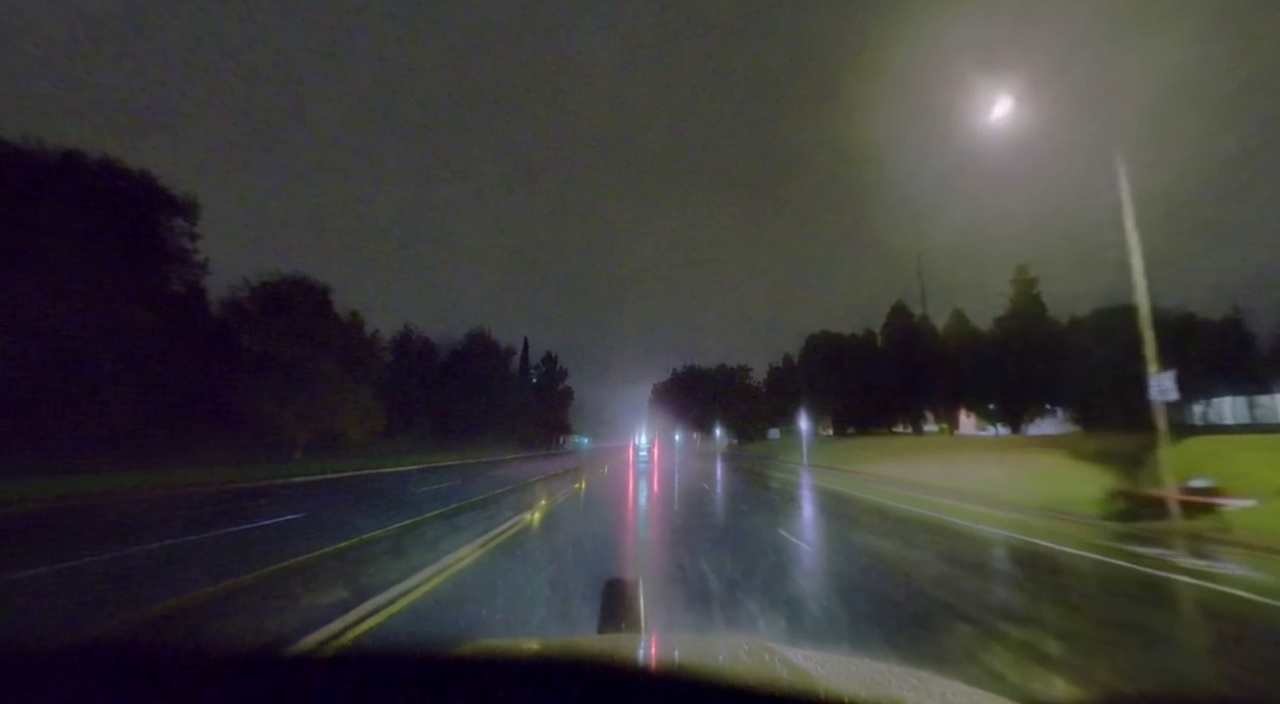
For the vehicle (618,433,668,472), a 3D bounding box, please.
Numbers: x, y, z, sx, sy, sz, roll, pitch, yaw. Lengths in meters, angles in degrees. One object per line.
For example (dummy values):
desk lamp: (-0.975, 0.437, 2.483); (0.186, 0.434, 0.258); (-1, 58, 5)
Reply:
vehicle: (0.146, 4.865, 30.546); (2.256, 1.734, 4.176); (0, -9, 1)
